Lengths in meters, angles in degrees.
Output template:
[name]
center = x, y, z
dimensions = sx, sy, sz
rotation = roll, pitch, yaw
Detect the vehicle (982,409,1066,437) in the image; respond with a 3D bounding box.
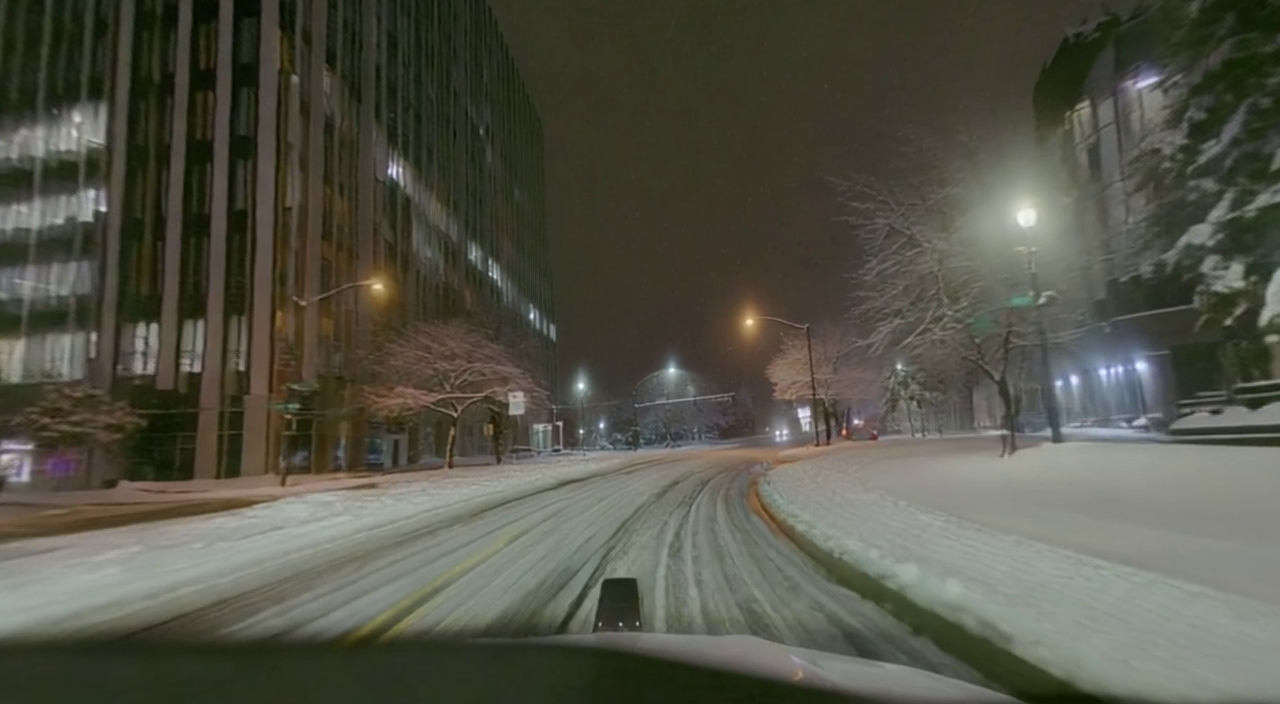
[vehicle]
center = 28.780, 5.385, 47.430
dimensions = 2.014, 1.757, 4.871
rotation = 8, -13, -41
